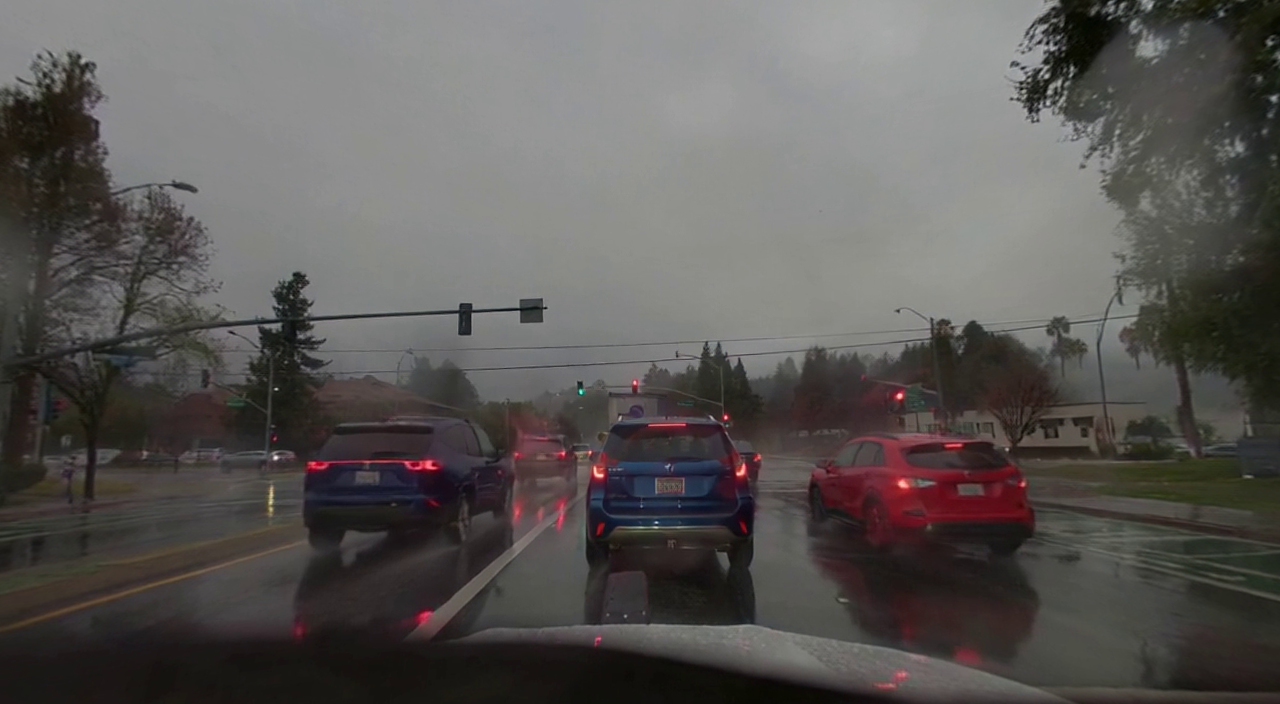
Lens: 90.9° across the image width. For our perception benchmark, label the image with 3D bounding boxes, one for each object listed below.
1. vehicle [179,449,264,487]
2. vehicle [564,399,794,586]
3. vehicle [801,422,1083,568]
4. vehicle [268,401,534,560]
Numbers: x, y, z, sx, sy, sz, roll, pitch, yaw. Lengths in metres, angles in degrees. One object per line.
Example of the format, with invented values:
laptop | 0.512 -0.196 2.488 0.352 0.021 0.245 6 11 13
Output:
vehicle | -20.001 5.483 30.068 4.395 1.636 1.926 -7 -11 37
vehicle | 0.376 1.661 8.229 2.172 1.764 4.338 0 -8 0
vehicle | 3.858 1.877 9.011 1.954 1.592 3.992 0 -8 -1
vehicle | -3.181 1.849 9.784 2.209 1.828 4.847 0 -9 0
